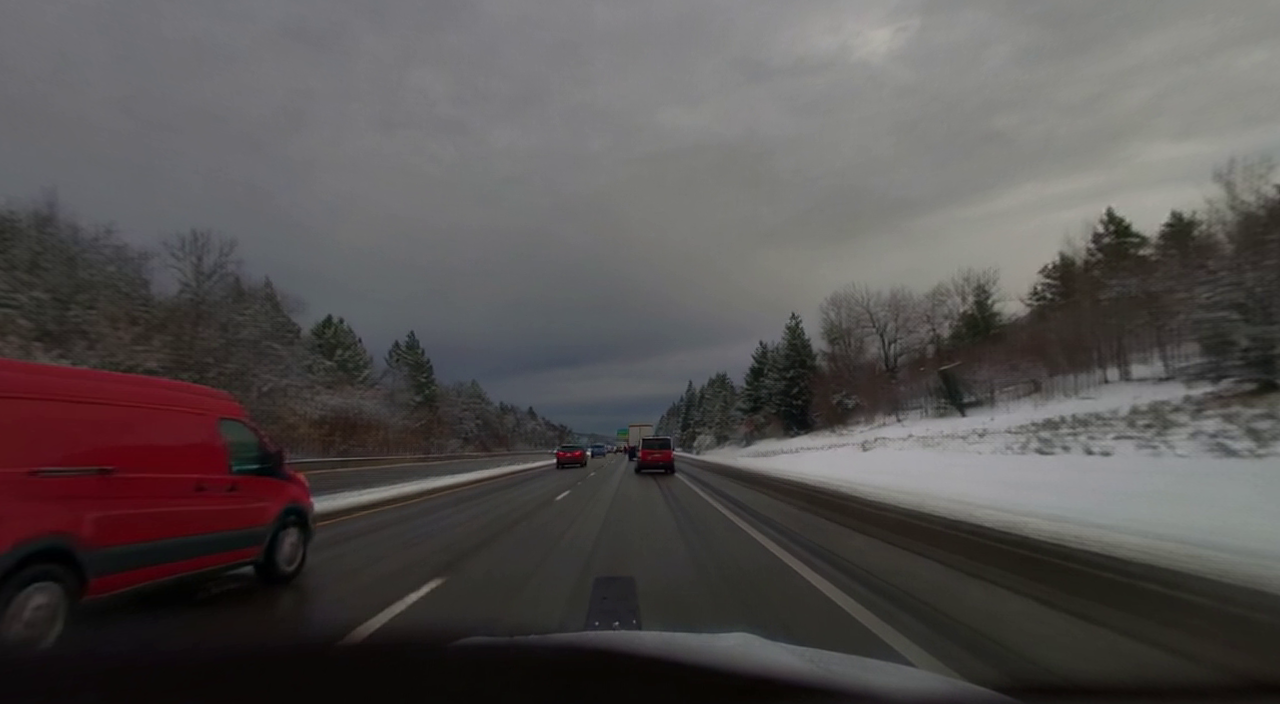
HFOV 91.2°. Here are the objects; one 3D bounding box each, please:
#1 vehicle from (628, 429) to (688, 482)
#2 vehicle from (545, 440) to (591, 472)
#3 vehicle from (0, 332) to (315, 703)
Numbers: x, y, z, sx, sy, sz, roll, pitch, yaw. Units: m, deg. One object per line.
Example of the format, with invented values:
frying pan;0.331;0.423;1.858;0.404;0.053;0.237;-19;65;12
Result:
vehicle;0.635;4.192;25.606;2.179;1.930;4.538;0;-9;-2
vehicle;-3.947;5.816;35.192;2.088;1.688;4.365;0;-9;-1
vehicle;-3.943;0.939;3.638;2.021;1.790;3.907;0;-9;-1
